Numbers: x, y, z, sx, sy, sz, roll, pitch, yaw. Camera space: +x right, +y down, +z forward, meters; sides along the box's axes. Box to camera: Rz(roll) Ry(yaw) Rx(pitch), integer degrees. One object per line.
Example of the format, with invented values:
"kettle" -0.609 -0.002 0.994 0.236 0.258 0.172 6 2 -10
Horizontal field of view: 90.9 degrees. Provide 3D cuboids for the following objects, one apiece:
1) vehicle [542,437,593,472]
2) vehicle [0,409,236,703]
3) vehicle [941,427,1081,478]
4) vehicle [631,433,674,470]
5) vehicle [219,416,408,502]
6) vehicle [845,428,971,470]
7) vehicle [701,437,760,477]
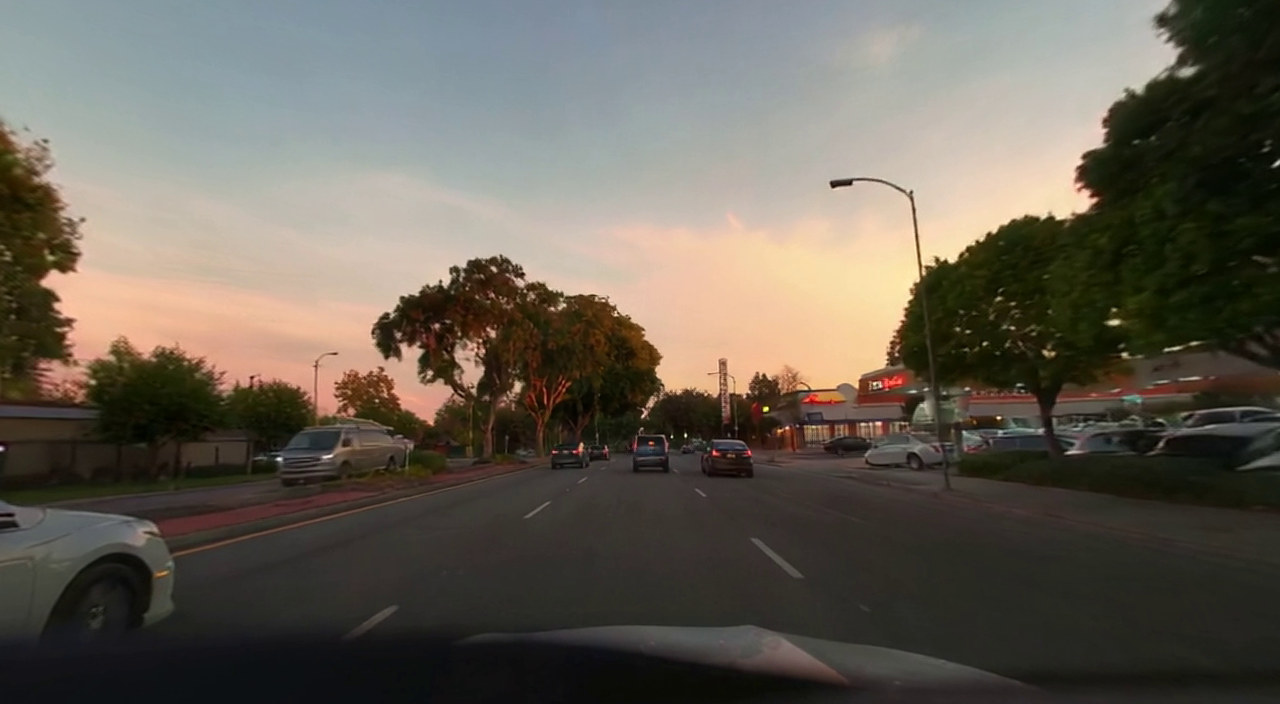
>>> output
"vehicle" -3.620 5.231 32.303 2.026 1.665 4.193 0 -8 1
"vehicle" -4.008 0.940 2.479 1.908 1.481 4.351 0 -8 0
"vehicle" 11.991 3.297 20.822 1.959 1.472 4.473 0 -8 1
"vehicle" 0.625 5.304 33.754 2.193 1.873 4.033 0 -8 0
"vehicle" -9.134 3.059 18.502 2.328 2.093 5.956 0 -8 0
"vehicle" 11.725 4.227 27.625 4.808 1.712 2.061 -4 -10 29
"vehicle" 3.788 4.446 26.947 1.922 1.579 3.642 0 -8 -1
